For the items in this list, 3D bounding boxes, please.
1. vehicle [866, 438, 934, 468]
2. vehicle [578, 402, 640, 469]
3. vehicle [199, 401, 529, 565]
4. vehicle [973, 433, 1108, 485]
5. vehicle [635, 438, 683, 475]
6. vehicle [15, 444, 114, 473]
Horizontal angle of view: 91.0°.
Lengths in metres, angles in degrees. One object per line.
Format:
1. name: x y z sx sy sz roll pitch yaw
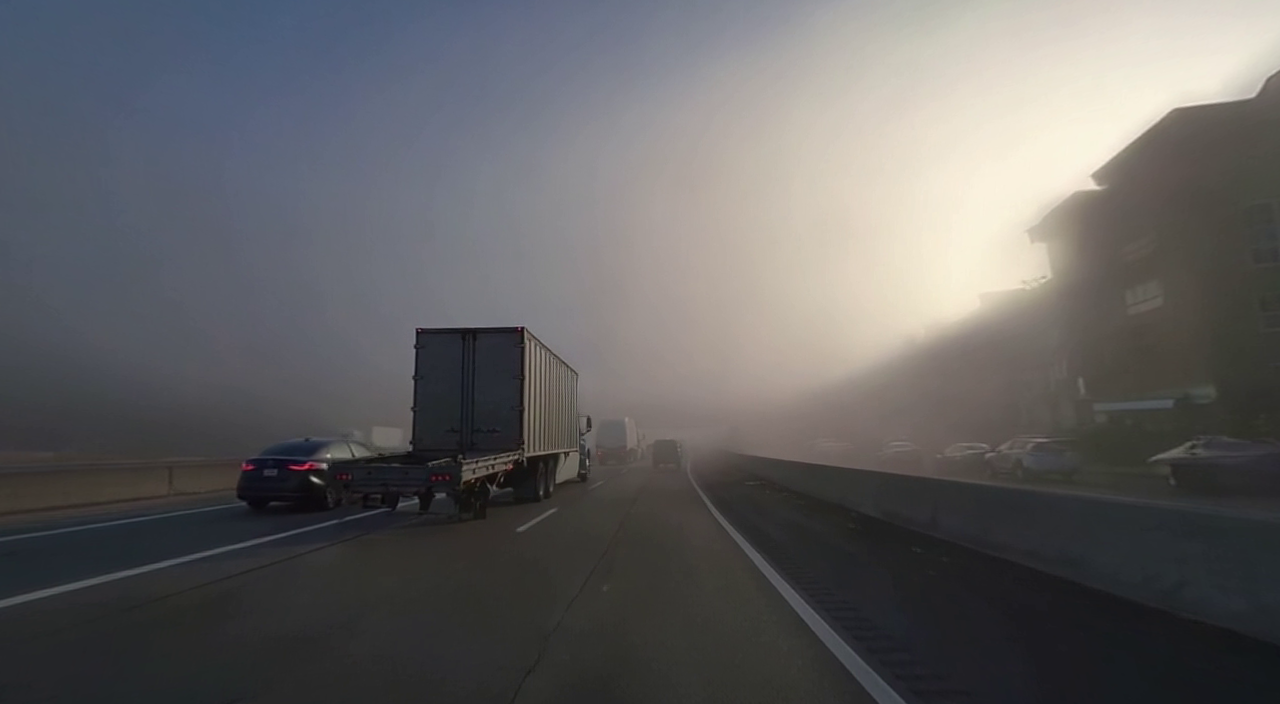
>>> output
1. vehicle: 15.263 5.965 37.302 2.237 1.656 4.676 -1 -9 3
2. vehicle: -1.803 5.579 41.517 3.073 3.894 9.782 -1 -9 3
3. vehicle: -3.360 1.690 8.736 2.896 1.779 3.441 0 -8 2
4. vehicle: 14.303 3.841 22.900 2.022 1.675 4.792 -1 -9 4
5. vehicle: 0.994 5.056 30.585 2.178 1.640 4.071 -1 -9 4
6. vehicle: -32.339 5.967 35.523 1.707 1.540 3.921 -1 -9 4
